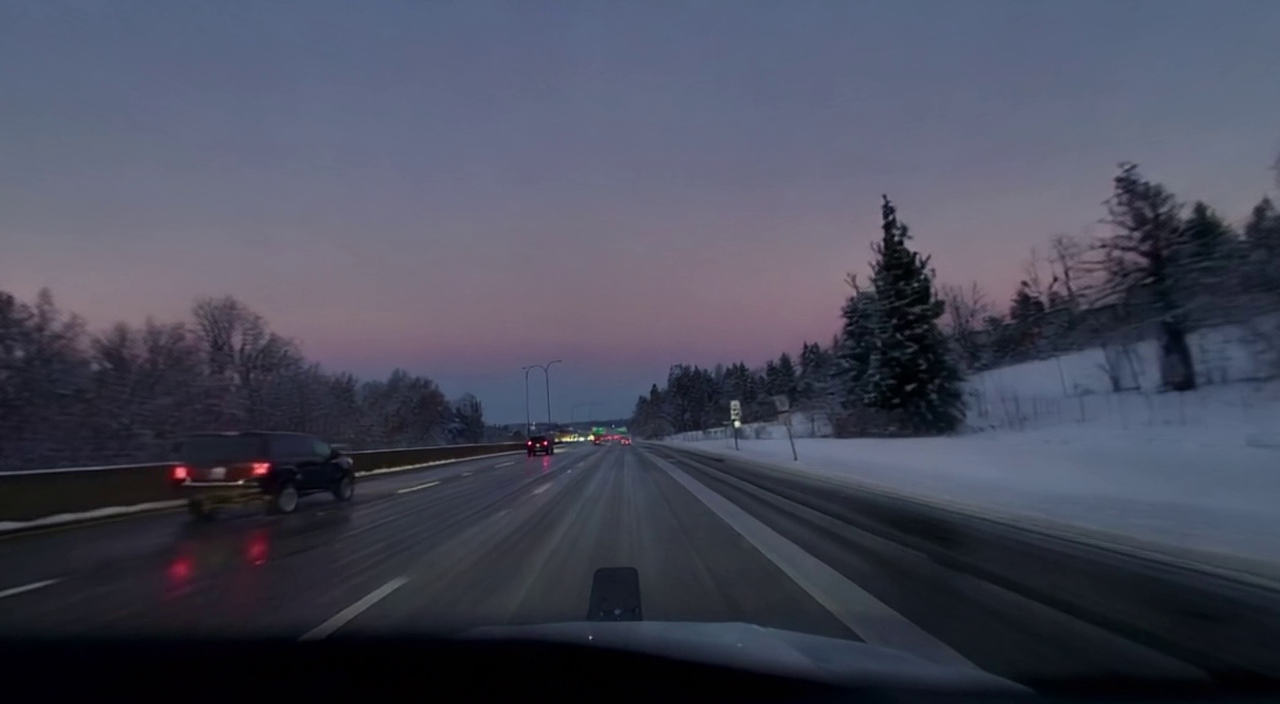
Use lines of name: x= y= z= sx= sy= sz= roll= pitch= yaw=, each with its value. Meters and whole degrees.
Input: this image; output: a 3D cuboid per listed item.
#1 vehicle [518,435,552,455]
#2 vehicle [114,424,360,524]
vehicle: x=-8.089 y=7.192 z=48.765 sx=1.988 sy=1.505 sz=4.044 roll=0 pitch=-8 yaw=-2
vehicle: x=-7.254 y=2.198 z=11.993 sx=1.972 sy=1.532 sz=4.222 roll=0 pitch=-8 yaw=-1
